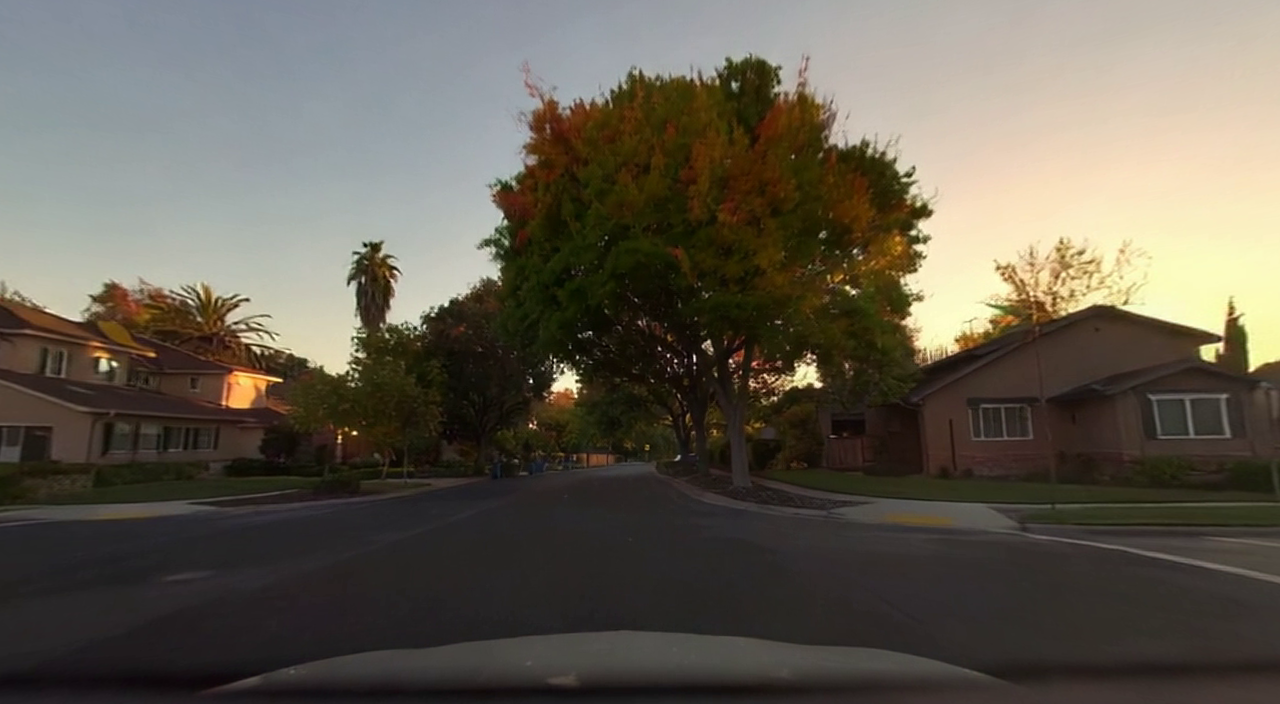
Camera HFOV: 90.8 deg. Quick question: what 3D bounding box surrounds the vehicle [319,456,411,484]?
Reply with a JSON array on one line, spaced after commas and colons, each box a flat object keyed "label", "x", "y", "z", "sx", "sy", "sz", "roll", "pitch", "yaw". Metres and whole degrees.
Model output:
[{"label": "vehicle", "x": -15.929, "y": 6.855, "z": 36.794, "sx": 4.358, "sy": 1.516, "sz": 2.077, "roll": 1, "pitch": -9, "yaw": -4}]
